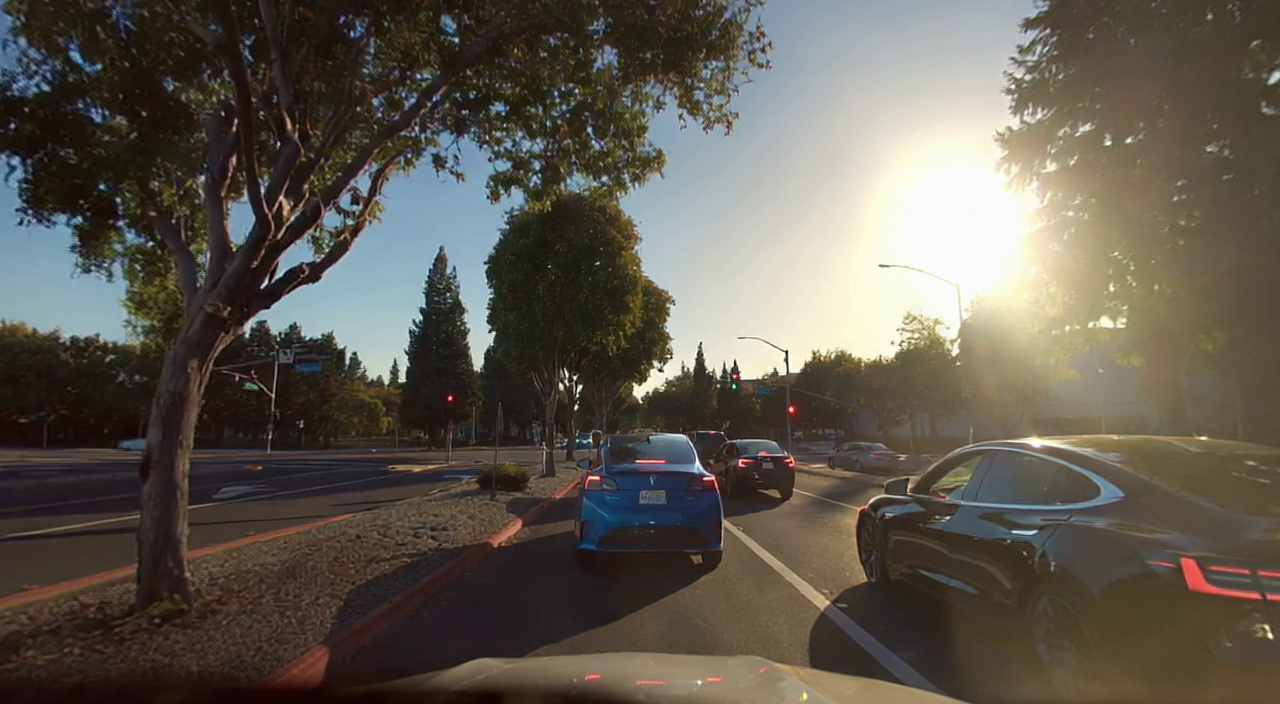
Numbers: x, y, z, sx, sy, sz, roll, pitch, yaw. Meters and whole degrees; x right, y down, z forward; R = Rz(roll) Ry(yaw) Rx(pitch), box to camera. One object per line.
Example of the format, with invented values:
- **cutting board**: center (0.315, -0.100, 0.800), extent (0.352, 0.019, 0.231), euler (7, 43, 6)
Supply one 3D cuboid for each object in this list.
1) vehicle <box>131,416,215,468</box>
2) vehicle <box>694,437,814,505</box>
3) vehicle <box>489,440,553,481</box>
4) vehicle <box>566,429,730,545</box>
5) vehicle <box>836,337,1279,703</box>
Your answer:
- **vehicle**: center (-29.251, 5.627, 39.700), extent (2.608, 2.990, 3.026), euler (2, -8, 3)
- **vehicle**: center (2.692, 2.933, 16.029), extent (2.058, 1.466, 4.208), euler (0, -8, -3)
- **vehicle**: center (-4.638, 4.289, 25.248), extent (1.972, 1.457, 4.171), euler (0, -8, -4)
- **vehicle**: center (0.025, 2.084, 10.460), extent (2.147, 1.499, 4.240), euler (0, -8, -2)
- **vehicle**: center (3.180, 1.105, 4.297), extent (2.167, 1.676, 4.443), euler (0, -8, -1)
